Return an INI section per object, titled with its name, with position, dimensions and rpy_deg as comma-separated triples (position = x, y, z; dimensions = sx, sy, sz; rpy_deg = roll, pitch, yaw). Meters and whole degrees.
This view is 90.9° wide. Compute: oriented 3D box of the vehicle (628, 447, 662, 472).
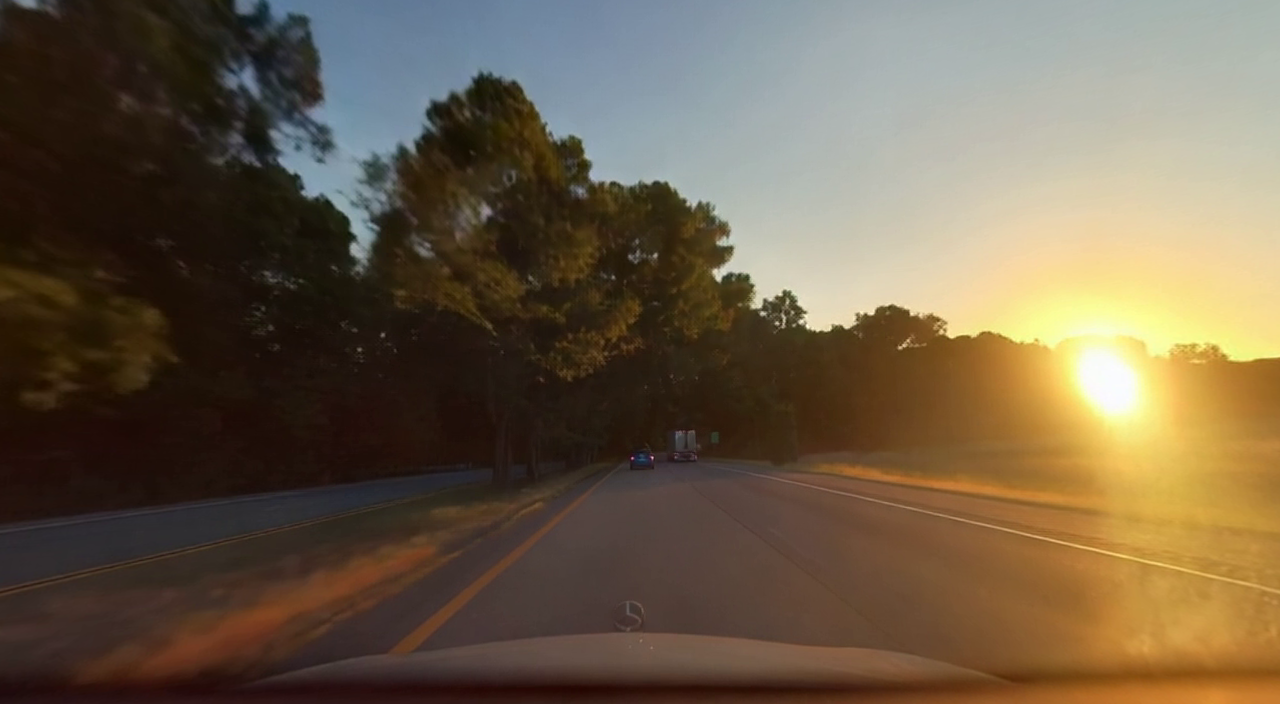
[vehicle]
position = 0.285, 6.419, 37.781
dimensions = 1.926, 1.386, 3.615
rpy_deg = 0, -9, 0
